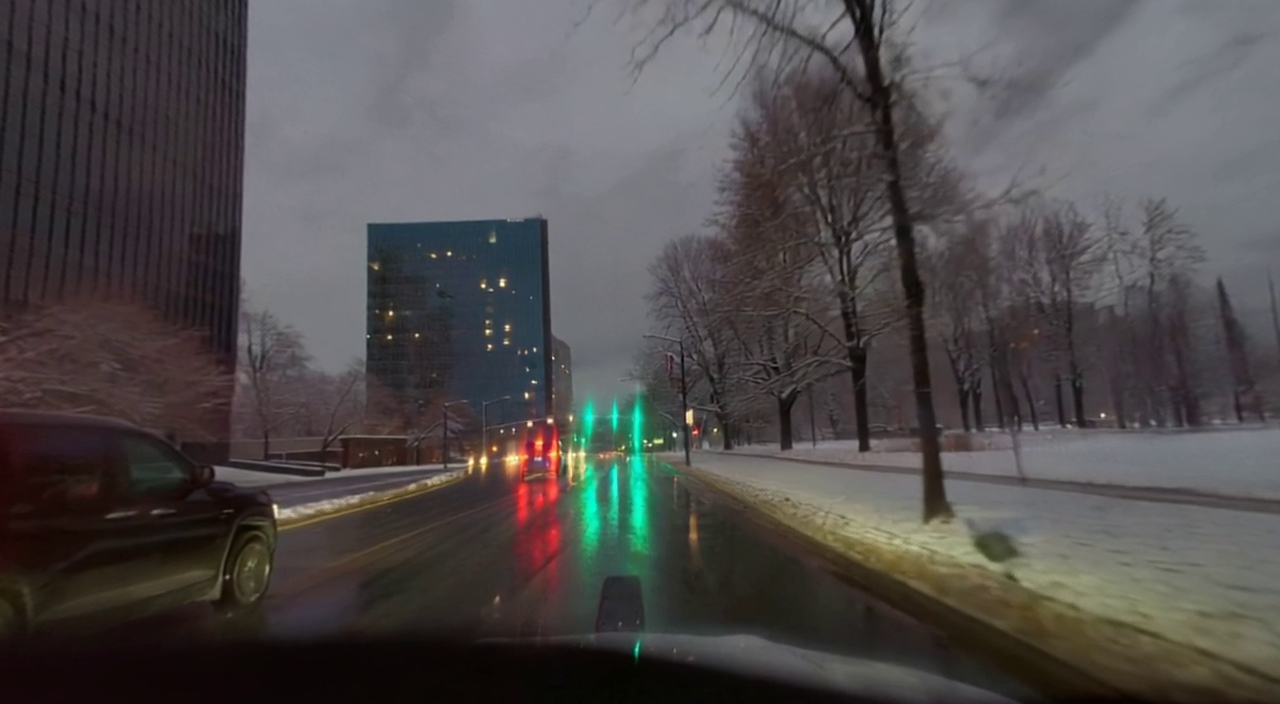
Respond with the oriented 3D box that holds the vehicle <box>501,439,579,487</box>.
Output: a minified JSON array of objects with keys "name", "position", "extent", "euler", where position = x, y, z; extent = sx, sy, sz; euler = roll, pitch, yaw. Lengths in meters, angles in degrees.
[{"name":"vehicle","position":[-4.133,4.702,26.991],"extent":[2.384,1.849,5.009],"euler":[0,-9,1]}]

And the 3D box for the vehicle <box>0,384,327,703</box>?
[{"name":"vehicle","position":[-4.552,1.219,4.535],"extent":[2.169,1.741,4.588],"euler":[0,-9,1]}]
